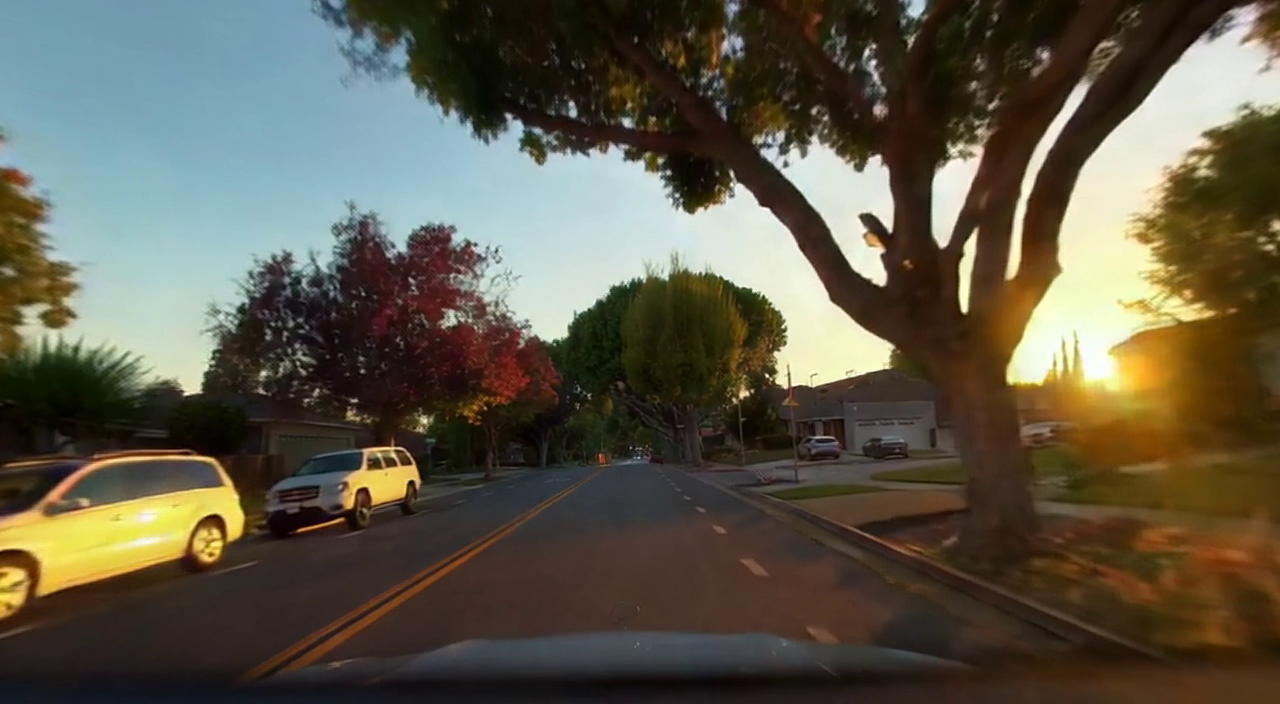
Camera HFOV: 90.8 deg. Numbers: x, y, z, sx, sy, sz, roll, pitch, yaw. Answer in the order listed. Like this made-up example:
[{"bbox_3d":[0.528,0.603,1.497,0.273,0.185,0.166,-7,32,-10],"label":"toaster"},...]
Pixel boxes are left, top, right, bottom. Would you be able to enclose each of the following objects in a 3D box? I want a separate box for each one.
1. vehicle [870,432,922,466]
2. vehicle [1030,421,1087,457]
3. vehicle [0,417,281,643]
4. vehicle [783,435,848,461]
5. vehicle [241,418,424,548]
[{"bbox_3d":[13.784,5.190,33.839,1.860,1.697,4.292,-5,-10,30],"label":"vehicle"},{"bbox_3d":[21.775,4.557,33.026,1.956,1.632,3.922,-9,-11,27],"label":"vehicle"},{"bbox_3d":[-6.912,2.098,7.859,2.173,2.020,4.770,-6,-10,-1],"label":"vehicle"},{"bbox_3d":[9.354,5.186,34.094,1.922,1.263,4.664,0,-9,-3],"label":"vehicle"},{"bbox_3d":[-6.827,2.928,14.606,2.057,2.317,4.386,-6,-10,-1],"label":"vehicle"}]
